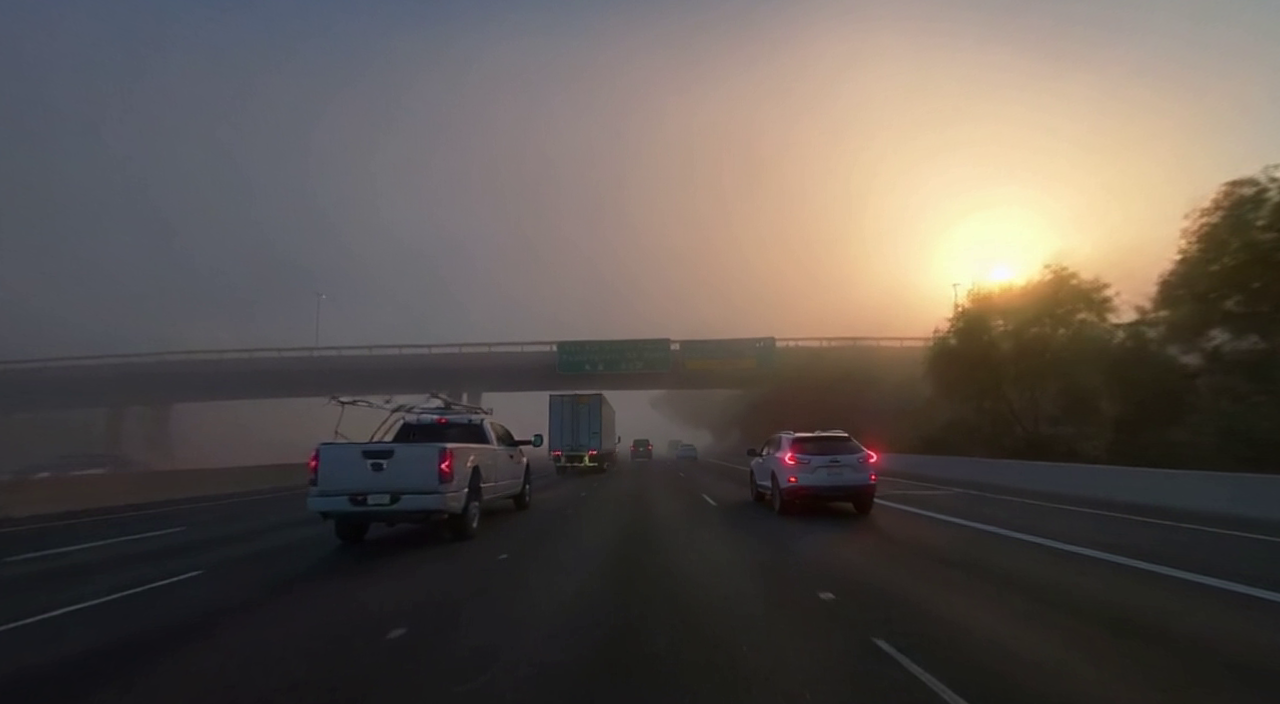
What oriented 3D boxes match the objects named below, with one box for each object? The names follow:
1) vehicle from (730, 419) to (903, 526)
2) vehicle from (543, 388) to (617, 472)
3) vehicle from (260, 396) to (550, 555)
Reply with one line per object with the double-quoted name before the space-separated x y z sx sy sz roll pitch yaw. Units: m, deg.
"vehicle" 3.095 2.220 12.161 2.028 1.658 4.334 0 -8 0
"vehicle" -3.244 4.973 38.839 2.869 4.108 15.564 0 -8 1
"vehicle" -3.498 2.064 11.423 2.645 2.023 6.491 -1 -8 1
